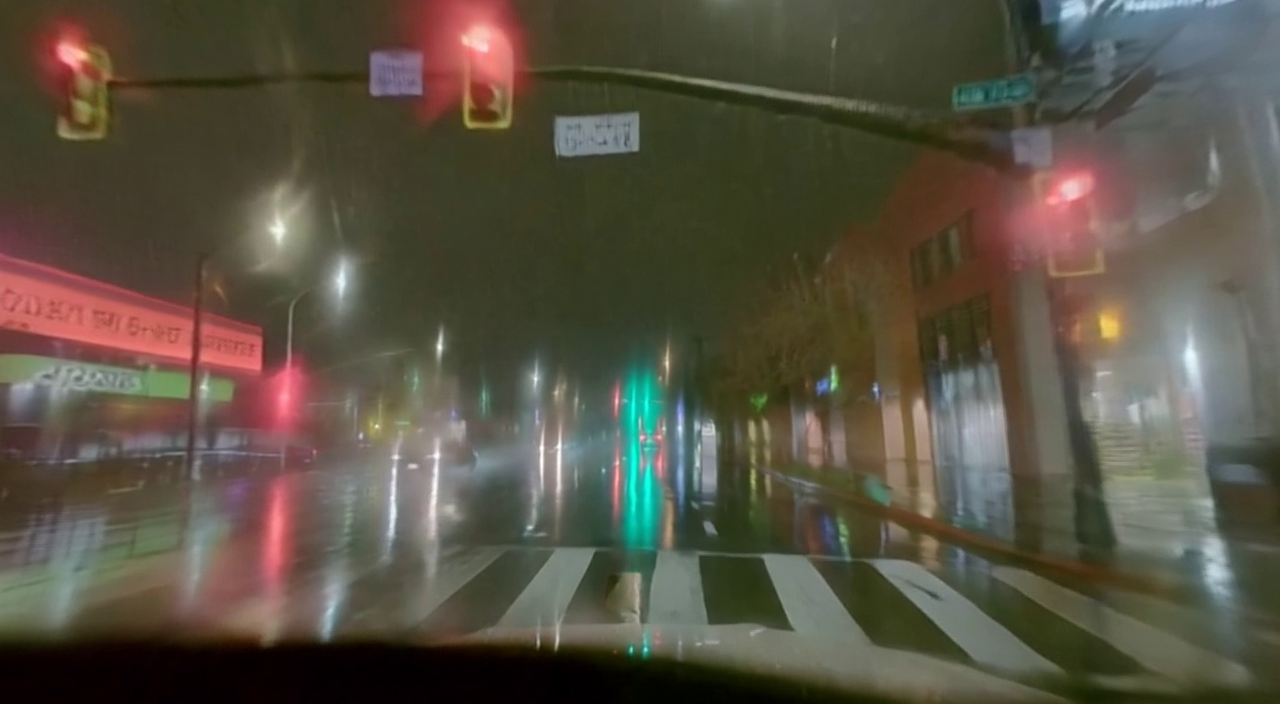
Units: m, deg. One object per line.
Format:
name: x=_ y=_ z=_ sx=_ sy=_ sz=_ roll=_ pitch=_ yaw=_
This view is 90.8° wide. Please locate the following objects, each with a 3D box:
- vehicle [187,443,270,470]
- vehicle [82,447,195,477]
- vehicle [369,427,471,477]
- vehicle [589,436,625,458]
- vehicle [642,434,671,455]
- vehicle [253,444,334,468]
vehicle: x=-27.606 y=6.971 z=42.503 sx=1.969 sy=1.636 sz=4.136 roll=-5 pitch=-9 yaw=29
vehicle: x=-27.858 y=6.084 z=35.251 sx=1.755 sy=1.445 sz=4.485 roll=-5 pitch=-9 yaw=29
vehicle: x=-8.772 y=4.028 z=25.733 sx=2.281 sy=1.834 sz=4.736 roll=-1 pitch=-8 yaw=3
vehicle: x=-2.269 y=6.590 z=44.123 sx=1.962 sy=1.420 sz=4.021 roll=-1 pitch=-8 yaw=4
vehicle: x=1.318 y=7.233 z=49.590 sx=2.168 sy=1.545 sz=4.047 roll=-1 pitch=-8 yaw=2
vehicle: x=-23.614 y=7.074 z=43.211 sx=1.985 sy=1.469 sz=4.428 roll=-5 pitch=-9 yaw=29
